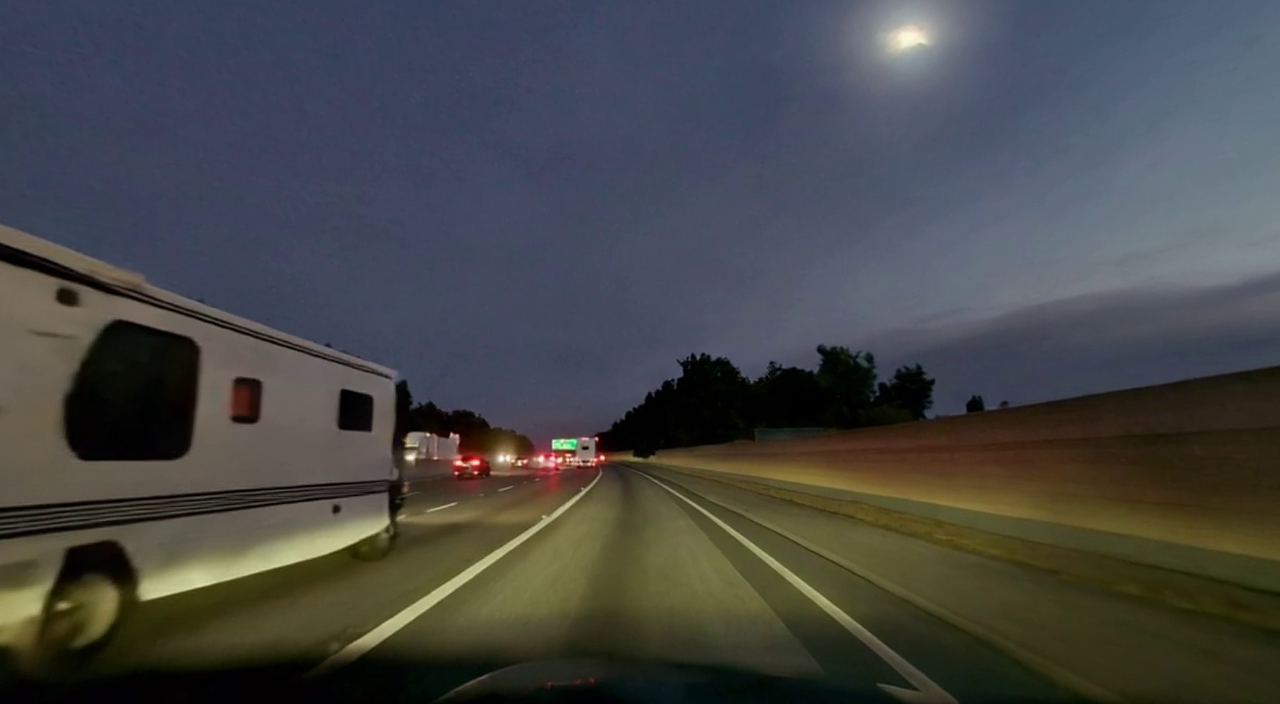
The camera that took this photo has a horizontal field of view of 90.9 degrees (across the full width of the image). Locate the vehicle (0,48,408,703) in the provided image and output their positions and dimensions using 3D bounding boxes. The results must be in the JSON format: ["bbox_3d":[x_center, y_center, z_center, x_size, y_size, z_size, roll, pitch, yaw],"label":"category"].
[{"bbox_3d":[-4.169,0.304,3.849,2.542,2.965,7.637,0,-10,0],"label":"vehicle"}]

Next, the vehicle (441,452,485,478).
[{"bbox_3d":[-12.780,8.195,45.847,2.005,1.774,4.610,0,-9,-2],"label":"vehicle"}]
